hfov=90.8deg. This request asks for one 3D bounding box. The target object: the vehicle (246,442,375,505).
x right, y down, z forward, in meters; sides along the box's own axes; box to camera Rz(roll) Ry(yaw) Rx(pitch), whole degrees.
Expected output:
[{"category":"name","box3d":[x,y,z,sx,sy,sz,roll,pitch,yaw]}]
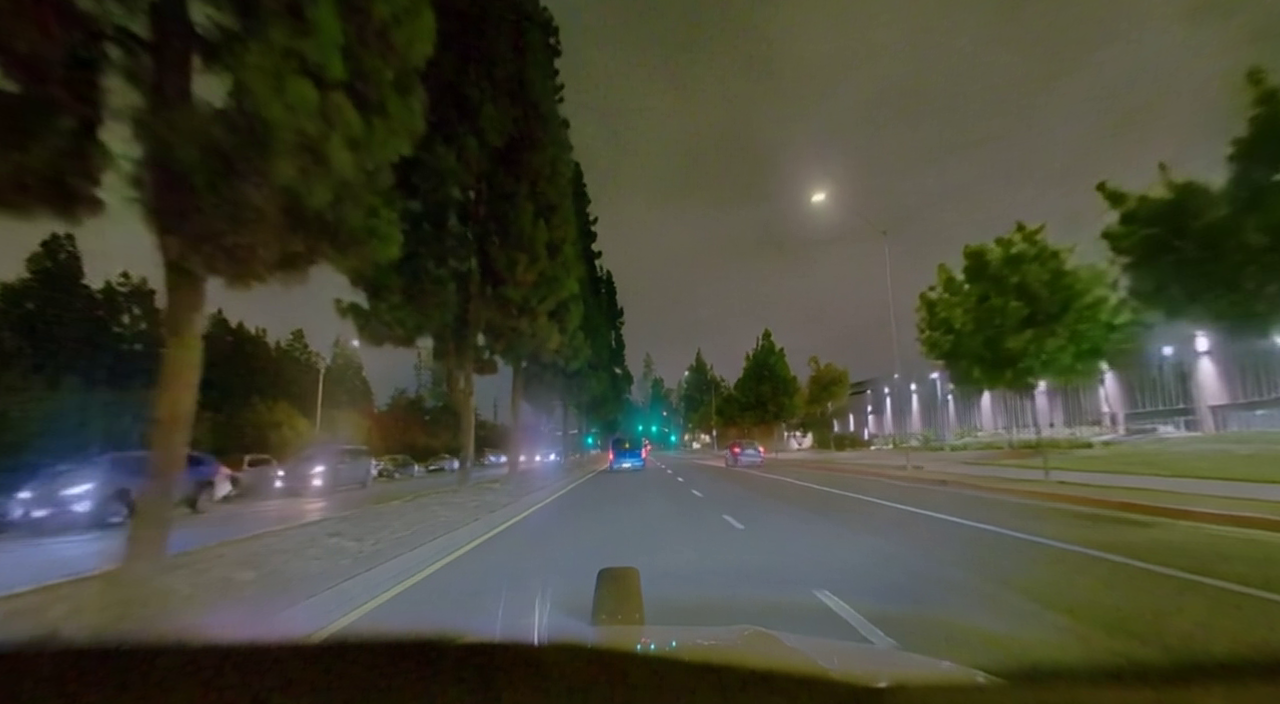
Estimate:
[{"category":"vehicle","box3d":[-11.529,4.216,22.574,2.082,1.824,4.840,-3,-7,-1]}]

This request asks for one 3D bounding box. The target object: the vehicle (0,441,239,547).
[{"category":"vehicle","box3d":[-11.290,2.877,13.645,2.042,1.822,4.913,-1,-8,-1]}]

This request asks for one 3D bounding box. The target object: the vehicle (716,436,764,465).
[{"category":"vehicle","box3d":[6.745,6.705,43.141,2.364,1.781,4.854,0,-8,-2]}]

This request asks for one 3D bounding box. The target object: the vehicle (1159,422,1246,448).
[{"category":"vehicle","box3d":[36.517,5.418,41.137,1.807,1.582,3.811,1,-9,-8]}]

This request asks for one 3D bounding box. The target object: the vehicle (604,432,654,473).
[{"category":"vehicle","box3d":[-0.540,5.196,32.877,2.411,1.937,5.186,-1,-8,0]}]

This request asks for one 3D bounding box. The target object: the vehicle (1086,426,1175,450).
[{"category":"vehicle","box3d":[31.583,5.579,40.867,1.743,1.445,4.495,1,-8,-9]}]

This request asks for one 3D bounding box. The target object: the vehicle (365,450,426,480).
[{"category":"vehicle","box3d":[-14.757,6.805,38.415,1.950,1.655,4.395,-1,-8,0]}]
